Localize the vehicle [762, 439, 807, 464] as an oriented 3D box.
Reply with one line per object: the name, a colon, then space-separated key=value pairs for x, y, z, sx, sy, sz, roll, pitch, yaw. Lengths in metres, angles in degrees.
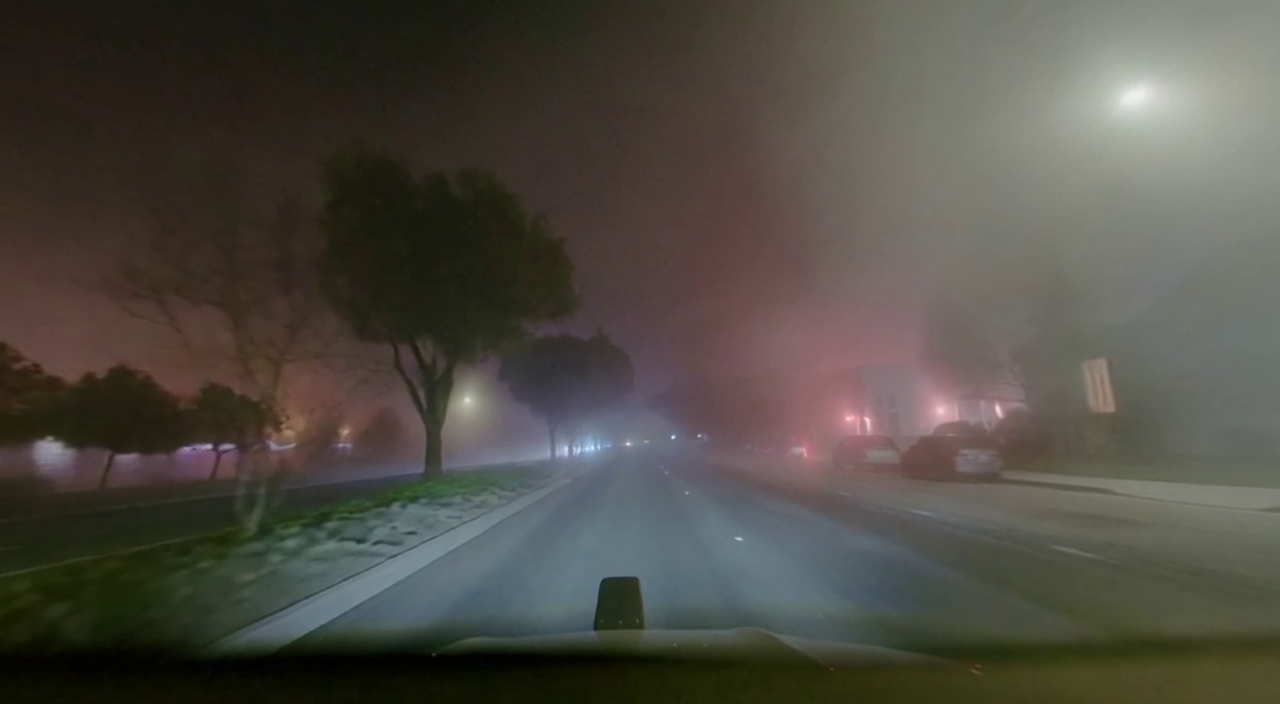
vehicle: x=9.774 y=6.740 z=43.038 sx=1.970 sy=1.610 sz=4.247 roll=0 pitch=-8 yaw=-1

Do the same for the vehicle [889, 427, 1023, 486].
vehicle: x=9.939 y=3.315 z=20.316 sx=1.984 sy=1.672 sz=4.262 roll=0 pitch=-8 yaw=-2

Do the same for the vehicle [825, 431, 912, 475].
vehicle: x=9.839 y=4.396 z=27.626 sx=2.037 sy=1.732 sz=4.530 roll=0 pitch=-8 yaw=-1
